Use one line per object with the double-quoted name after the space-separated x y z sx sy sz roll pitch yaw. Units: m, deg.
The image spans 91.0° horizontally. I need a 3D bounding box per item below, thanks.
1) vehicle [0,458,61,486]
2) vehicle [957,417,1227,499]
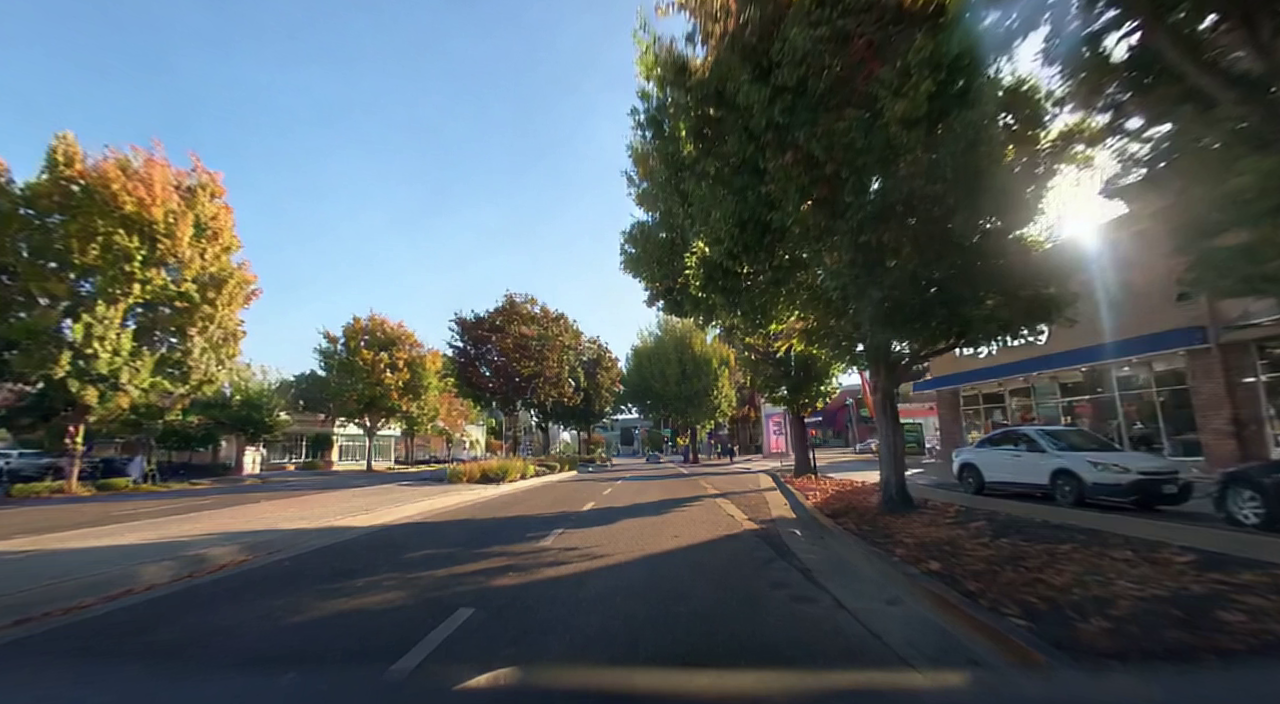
-39.361 7.495 39.394 1.928 1.600 4.554 0 -9 -1 "vehicle"
12.811 3.037 18.309 5.788 2.002 2.377 -3 -7 5 "vehicle"
